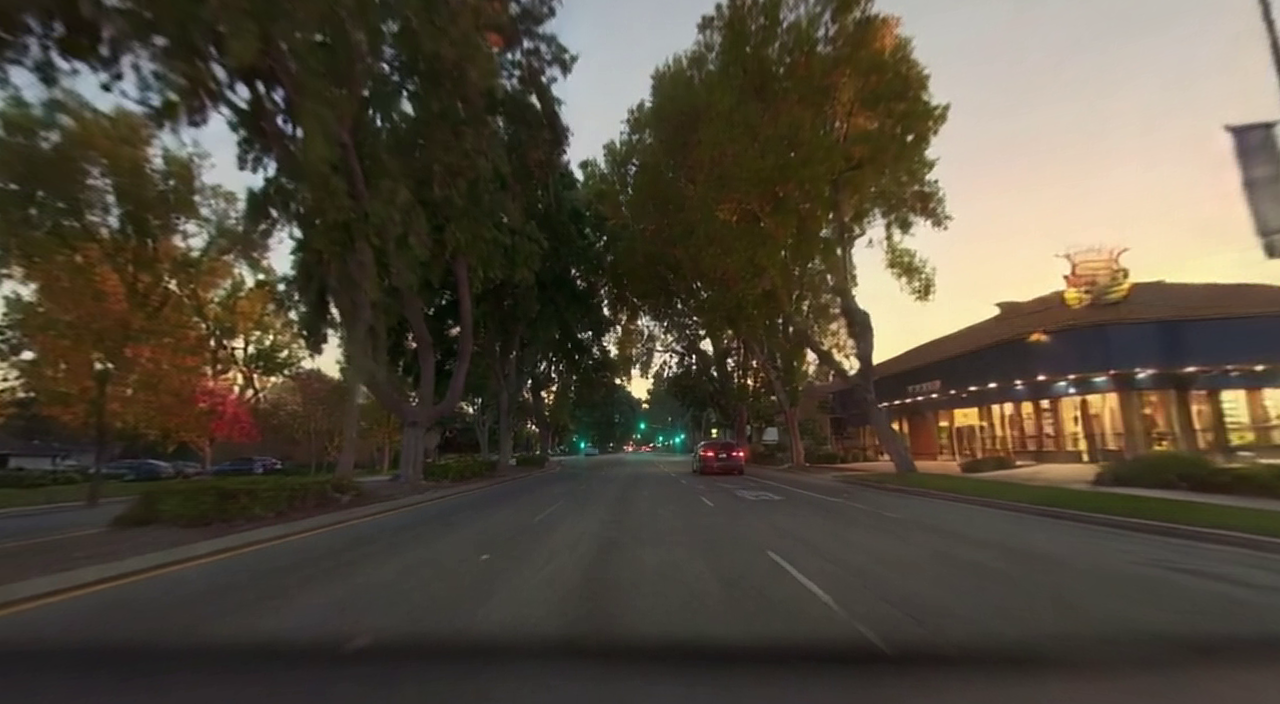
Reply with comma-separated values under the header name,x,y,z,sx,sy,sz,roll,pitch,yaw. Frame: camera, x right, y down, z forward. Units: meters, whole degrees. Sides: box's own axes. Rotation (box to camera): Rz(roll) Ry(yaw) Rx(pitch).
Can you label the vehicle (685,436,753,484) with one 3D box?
name,x,y,z,sx,sy,sz,roll,pitch,yaw
vehicle,3.073,4.312,25.393,2.083,1.743,4.354,0,-8,-1
